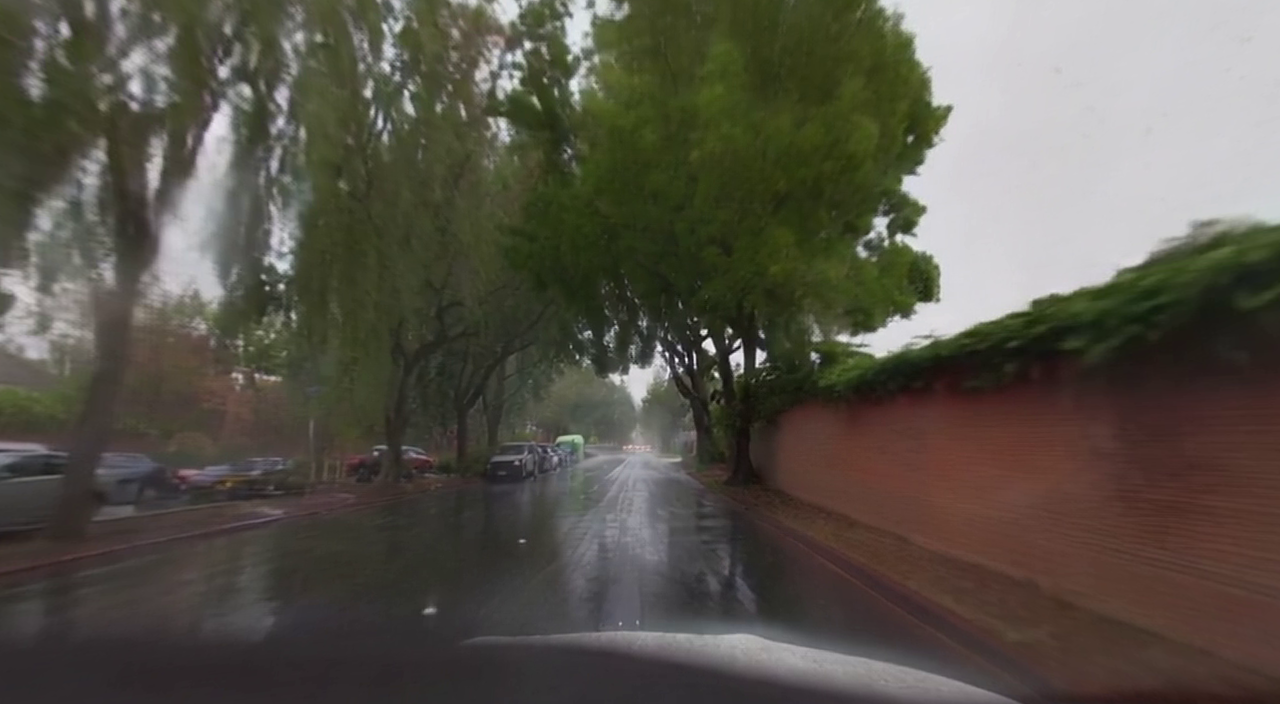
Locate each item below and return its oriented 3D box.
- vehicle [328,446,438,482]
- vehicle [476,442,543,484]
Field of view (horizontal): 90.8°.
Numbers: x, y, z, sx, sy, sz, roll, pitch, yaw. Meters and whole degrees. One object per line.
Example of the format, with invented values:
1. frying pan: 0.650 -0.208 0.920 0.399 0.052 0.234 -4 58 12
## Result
1. vehicle: -13.725 5.989 33.901 4.991 1.692 1.960 1 -8 1
2. vehicle: -6.283 5.386 31.214 2.109 1.847 5.553 0 -8 0
